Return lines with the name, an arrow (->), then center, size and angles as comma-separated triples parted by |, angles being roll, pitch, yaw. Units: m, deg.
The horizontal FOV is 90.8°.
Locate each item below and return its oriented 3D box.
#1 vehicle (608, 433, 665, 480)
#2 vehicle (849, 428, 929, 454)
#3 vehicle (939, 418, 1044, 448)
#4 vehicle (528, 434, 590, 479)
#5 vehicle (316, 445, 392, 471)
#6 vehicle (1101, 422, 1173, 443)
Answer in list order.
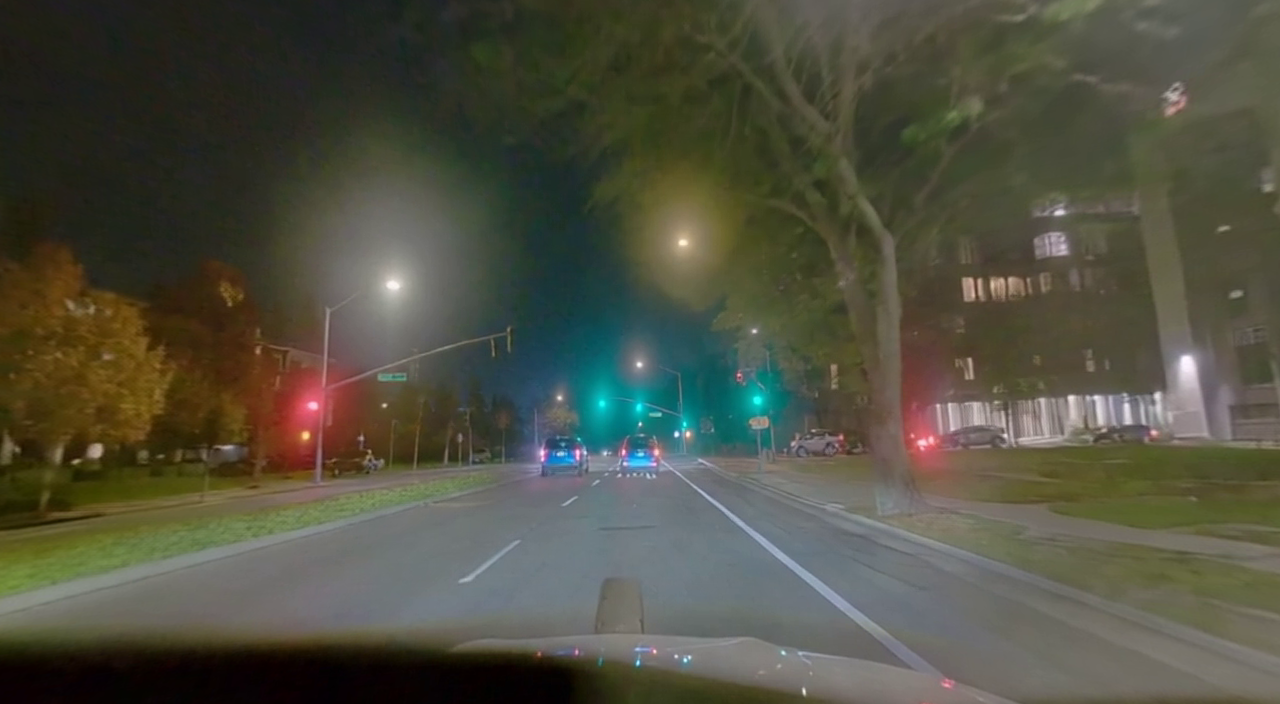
vehicle -> -0.147, 4.206, 25.815 | 2.088, 1.735, 4.801 | 0, -8, -1
vehicle -> 18.031, 6.491, 45.861 | 4.932, 1.827, 2.031 | 0, -8, -4
vehicle -> 25.901, 6.018, 46.736 | 6.325, 2.155, 2.457 | 0, -8, -3
vehicle -> -3.364, 4.442, 27.195 | 2.097, 1.755, 4.336 | 0, -8, 0
vehicle -> -20.967, 7.789, 46.455 | 4.521, 1.753, 2.148 | 2, -9, 1
vehicle -> 37.010, 6.010, 47.097 | 3.873, 1.546, 1.842 | 1, -8, -5
